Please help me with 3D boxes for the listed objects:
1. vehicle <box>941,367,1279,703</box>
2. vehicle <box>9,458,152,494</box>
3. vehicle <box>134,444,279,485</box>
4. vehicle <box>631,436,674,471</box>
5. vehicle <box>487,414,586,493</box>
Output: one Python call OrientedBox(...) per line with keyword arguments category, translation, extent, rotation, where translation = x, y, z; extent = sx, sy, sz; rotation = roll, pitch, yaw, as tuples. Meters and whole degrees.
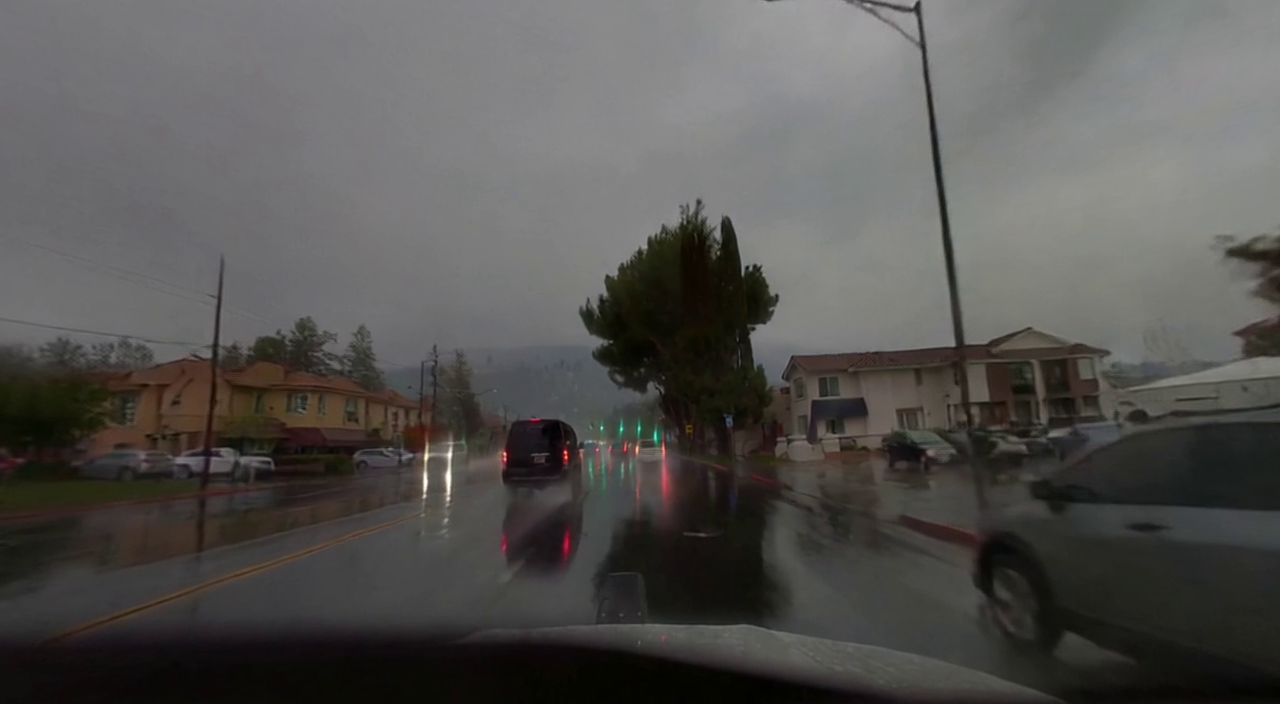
OrientedBox(category="vehicle", translation=(3.524, 0.845, 2.232), extent=(2.049, 1.631, 5.292), rotation=(0, -9, -4))
OrientedBox(category="vehicle", translation=(-26.562, 5.868, 30.120), extent=(4.926, 1.571, 1.941), rotation=(0, -9, -1))
OrientedBox(category="vehicle", translation=(-24.041, 6.267, 35.305), extent=(6.055, 2.148, 2.690), rotation=(0, -9, -1))
OrientedBox(category="vehicle", translation=(0.577, 5.299, 33.151), extent=(2.126, 1.657, 4.132), rotation=(0, -9, -1))
OrientedBox(category="vehicle", translation=(-3.029, 3.157, 19.802), extent=(2.213, 2.123, 5.124), rotation=(0, -9, 0))
